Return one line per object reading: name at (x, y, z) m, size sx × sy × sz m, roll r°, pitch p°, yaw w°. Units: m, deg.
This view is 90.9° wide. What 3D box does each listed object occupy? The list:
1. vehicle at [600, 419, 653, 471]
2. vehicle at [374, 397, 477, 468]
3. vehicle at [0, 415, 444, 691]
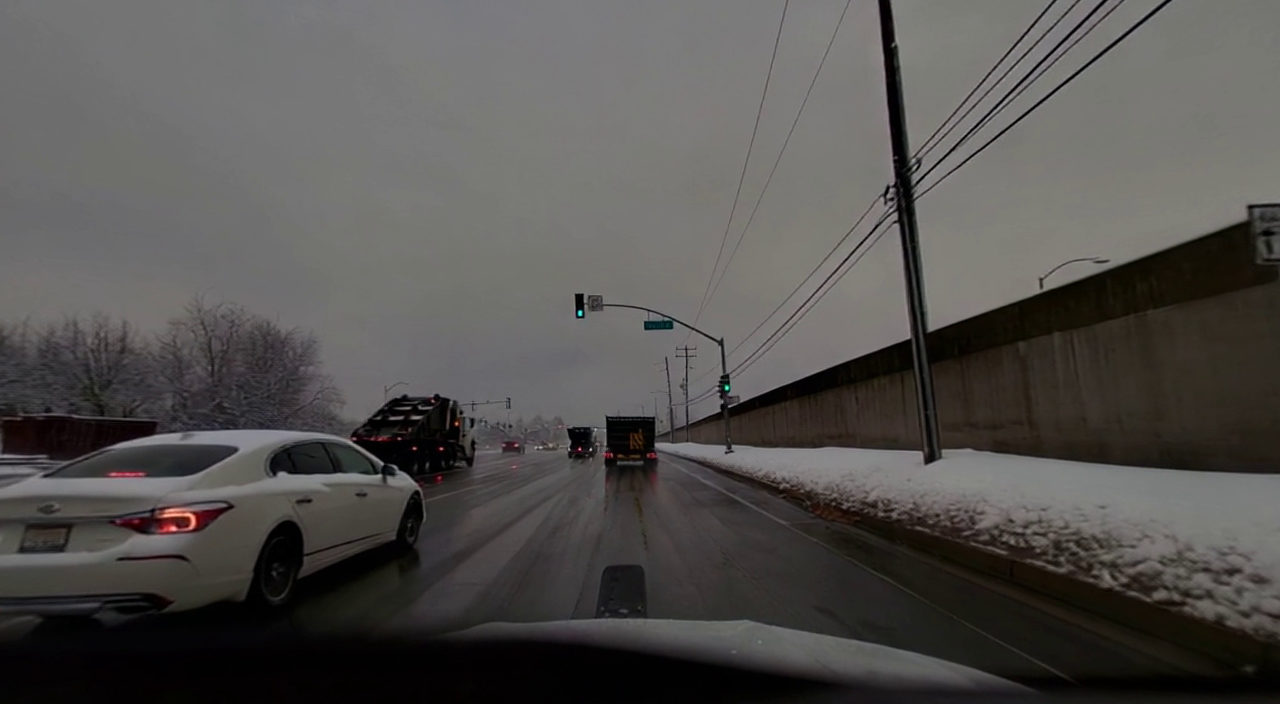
vehicle at (-0.666, 4.510, 30.589) m, size 2.355 × 2.305 × 5.336 m, roll 0°, pitch -8°, yaw -1°
vehicle at (-12.887, 5.067, 38.952) m, size 3.016 × 3.847 × 8.707 m, roll 0°, pitch -8°, yaw 1°
vehicle at (-3.710, 1.461, 5.972) m, size 2.019 × 1.480 × 4.966 m, roll 0°, pitch -8°, yaw 1°
